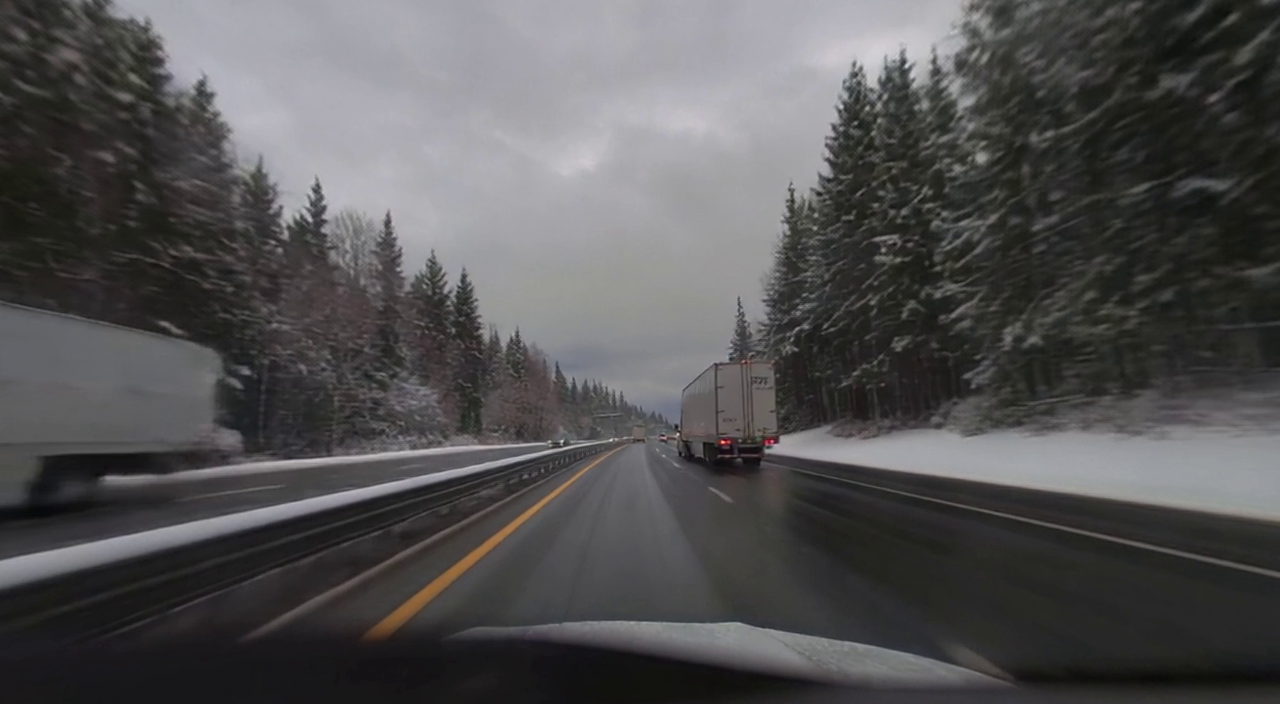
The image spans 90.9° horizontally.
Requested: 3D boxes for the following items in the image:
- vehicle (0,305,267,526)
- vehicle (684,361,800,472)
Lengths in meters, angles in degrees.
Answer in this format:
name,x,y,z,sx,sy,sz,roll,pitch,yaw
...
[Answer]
name,x,y,z,sx,sy,sz,roll,pitch,yaw
vehicle,-13.230,1.677,15.627,2.903,4.077,8.147,0,-7,0
vehicle,4.168,3.225,29.851,2.951,4.007,13.976,0,-7,-1
